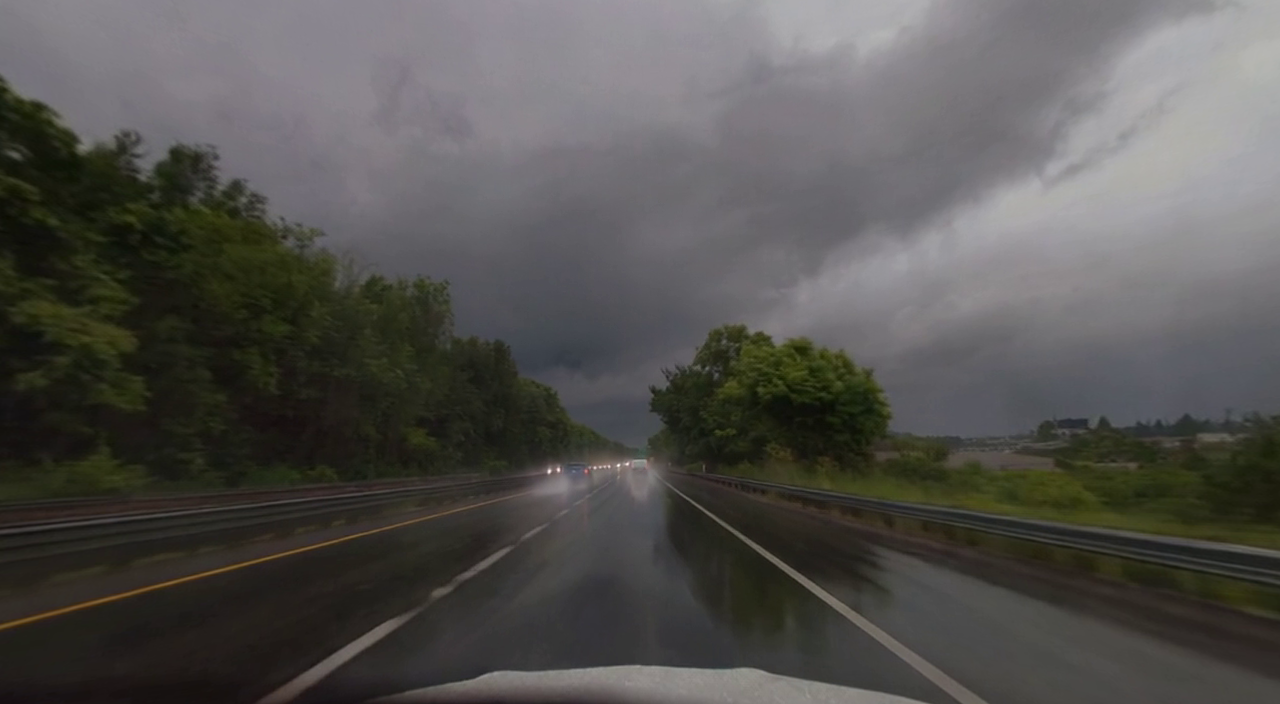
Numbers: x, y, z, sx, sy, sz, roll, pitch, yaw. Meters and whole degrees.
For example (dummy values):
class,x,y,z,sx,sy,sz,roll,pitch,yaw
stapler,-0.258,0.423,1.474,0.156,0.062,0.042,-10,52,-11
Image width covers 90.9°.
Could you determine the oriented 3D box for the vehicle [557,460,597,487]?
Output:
class,x,y,z,sx,sy,sz,roll,pitch,yaw
vehicle,-4.006,7.826,40.632,2.081,1.586,4.245,0,-10,0
